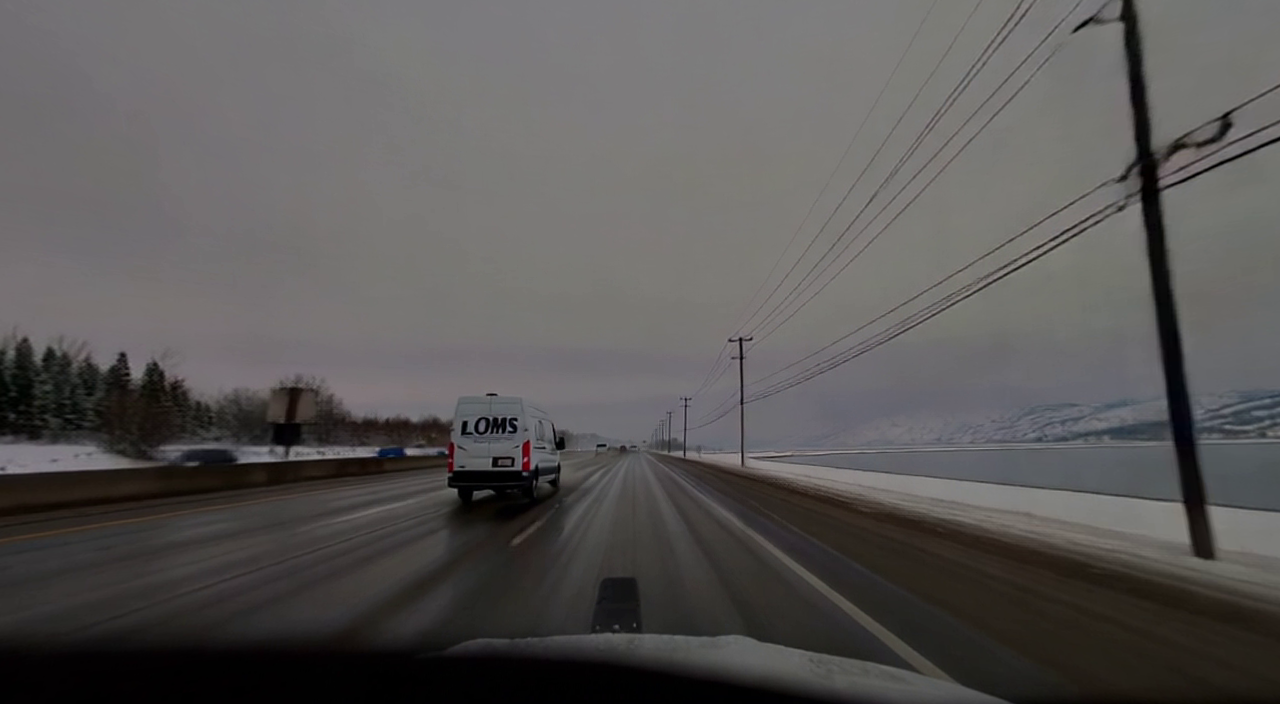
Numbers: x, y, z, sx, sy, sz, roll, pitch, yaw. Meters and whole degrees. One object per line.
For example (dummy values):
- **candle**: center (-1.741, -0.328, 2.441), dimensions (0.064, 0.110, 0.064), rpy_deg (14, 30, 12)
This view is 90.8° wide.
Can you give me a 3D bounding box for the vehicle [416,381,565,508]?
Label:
- **vehicle**: center (-3.632, 2.480, 17.051), dimensions (2.331, 2.757, 6.581), rpy_deg (0, -8, 1)
